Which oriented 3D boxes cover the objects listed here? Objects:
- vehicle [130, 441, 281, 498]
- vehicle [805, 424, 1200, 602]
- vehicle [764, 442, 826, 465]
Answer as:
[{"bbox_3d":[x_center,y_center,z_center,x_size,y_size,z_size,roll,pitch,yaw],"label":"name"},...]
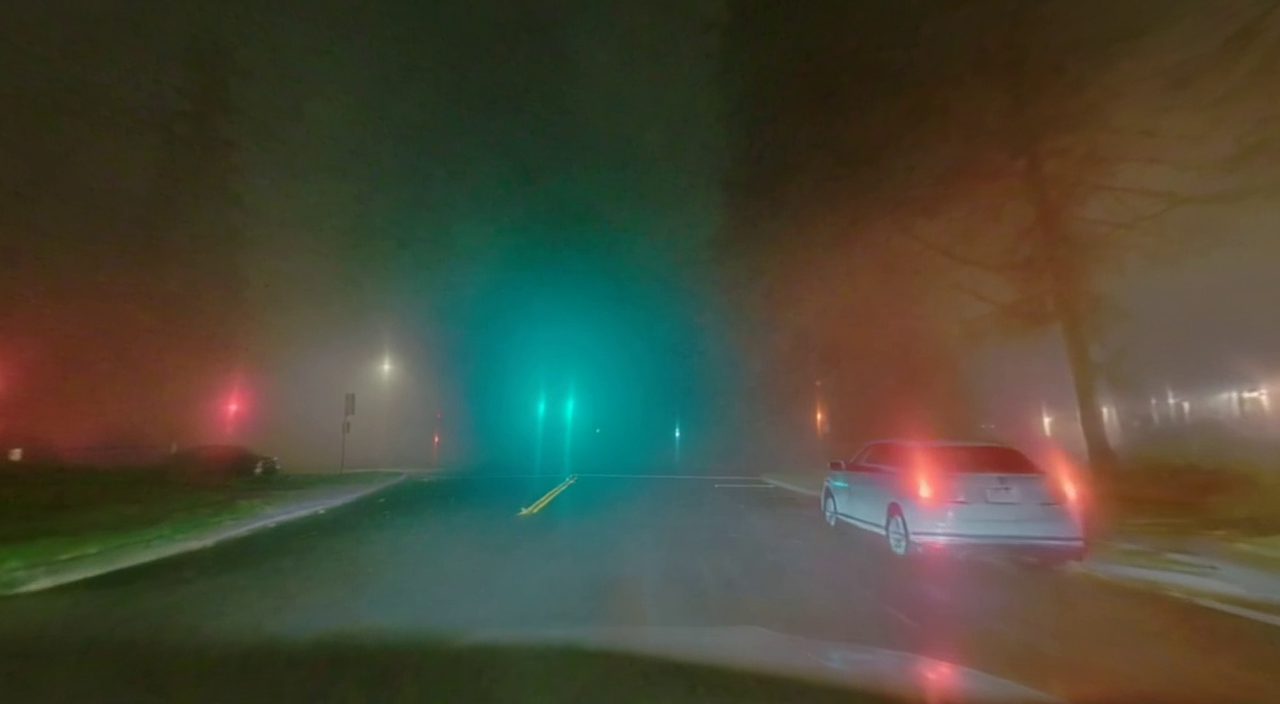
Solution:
[{"bbox_3d":[-14.078,3.795,20.874,2.003,1.637,4.297,0,-8,-2],"label":"vehicle"},{"bbox_3d":[3.689,1.716,7.796,2.065,1.478,4.828,0,-8,1],"label":"vehicle"},{"bbox_3d":[10.675,7.029,43.812,3.815,1.504,1.790,0,-8,0],"label":"vehicle"}]
